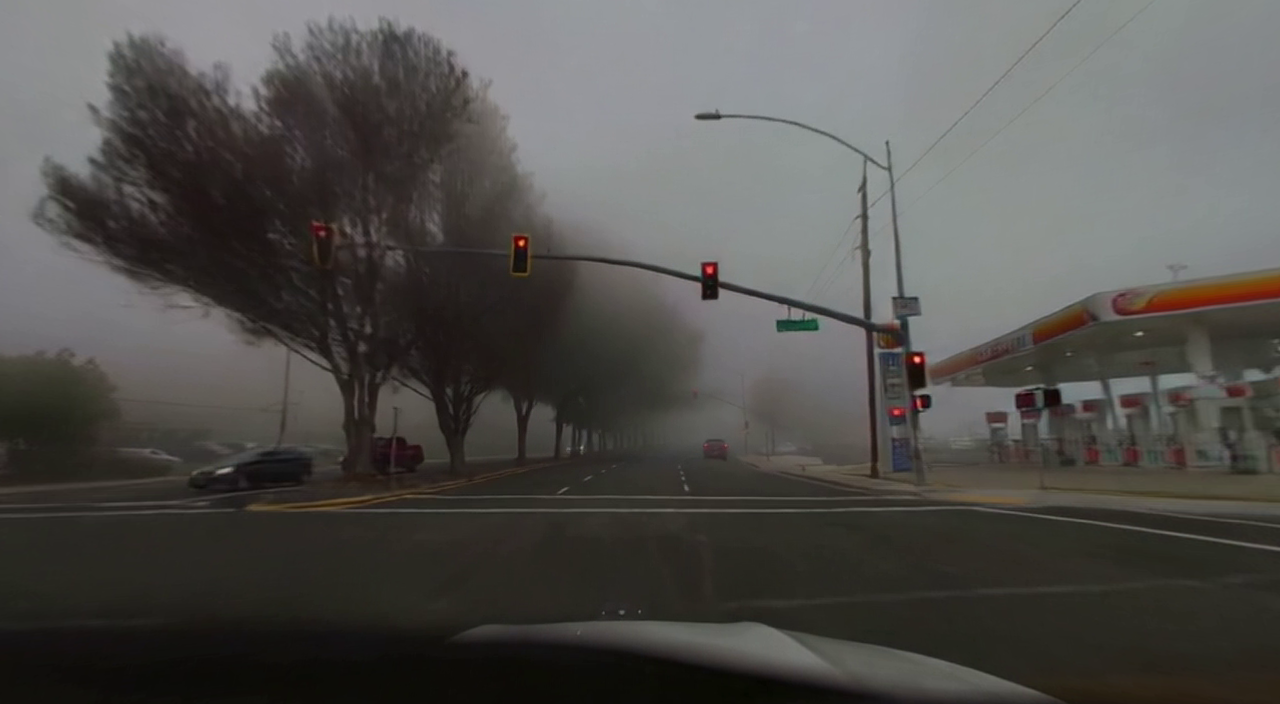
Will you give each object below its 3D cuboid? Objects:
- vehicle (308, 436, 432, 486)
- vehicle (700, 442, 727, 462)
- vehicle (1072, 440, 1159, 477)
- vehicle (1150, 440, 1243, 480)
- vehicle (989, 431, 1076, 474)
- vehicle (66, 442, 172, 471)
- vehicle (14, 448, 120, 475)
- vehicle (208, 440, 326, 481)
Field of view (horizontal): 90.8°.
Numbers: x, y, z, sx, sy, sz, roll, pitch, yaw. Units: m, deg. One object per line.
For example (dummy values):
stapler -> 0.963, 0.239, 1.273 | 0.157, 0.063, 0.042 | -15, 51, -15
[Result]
vehicle -> -9.004, 3.674, 21.592 | 2.023, 1.498, 4.605 | -1, -9, 3
vehicle -> 5.724, 7.869, 49.657 | 1.908, 1.492, 3.977 | -1, -9, 3
vehicle -> 20.235, 4.595, 26.811 | 4.553, 1.371, 2.019 | 11, -17, -42
vehicle -> 22.048, 4.222, 24.977 | 4.329, 1.461, 1.873 | 6, -11, -38
vehicle -> 17.908, 4.566, 28.731 | 4.601, 1.766, 2.015 | 7, -13, -42
vehicle -> -32.094, 6.437, 38.997 | 4.820, 1.694, 2.101 | -1, -9, 5
vehicle -> -32.542, 6.218, 35.943 | 4.233, 1.434, 1.961 | -1, -9, 4
vehicle -> -15.475, 4.539, 26.612 | 1.989, 1.509, 4.881 | -1, -9, 0
